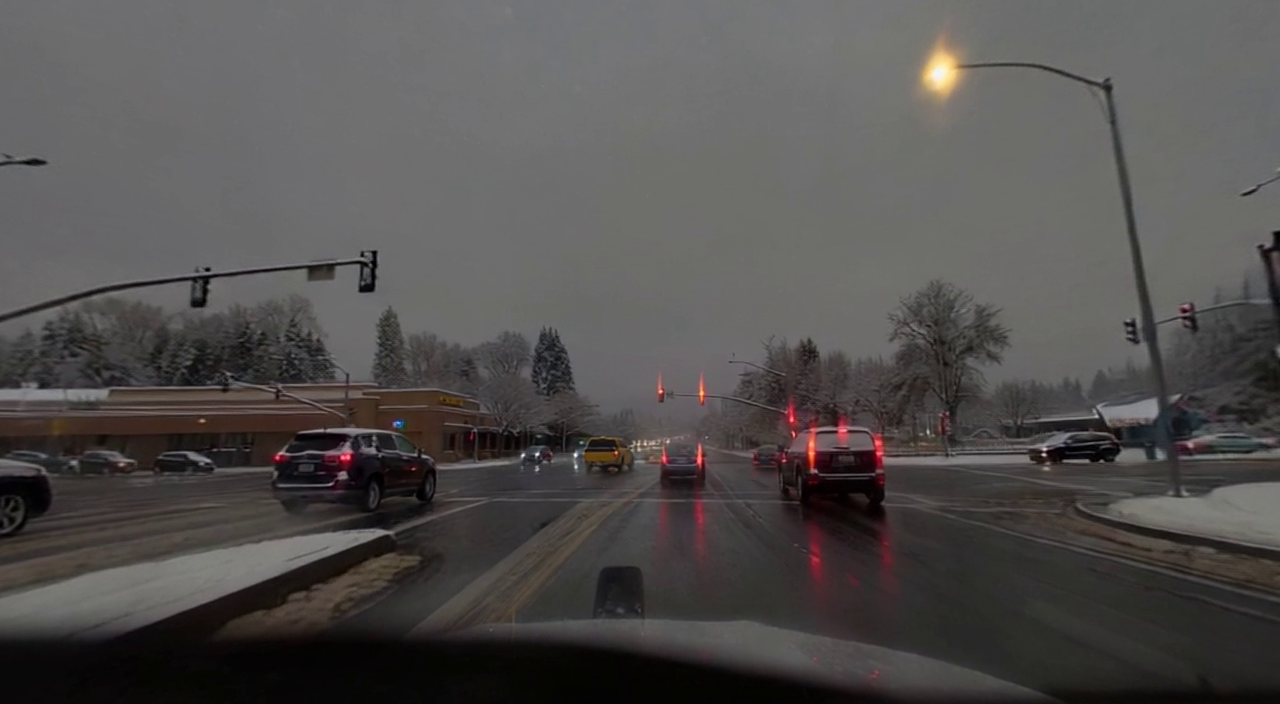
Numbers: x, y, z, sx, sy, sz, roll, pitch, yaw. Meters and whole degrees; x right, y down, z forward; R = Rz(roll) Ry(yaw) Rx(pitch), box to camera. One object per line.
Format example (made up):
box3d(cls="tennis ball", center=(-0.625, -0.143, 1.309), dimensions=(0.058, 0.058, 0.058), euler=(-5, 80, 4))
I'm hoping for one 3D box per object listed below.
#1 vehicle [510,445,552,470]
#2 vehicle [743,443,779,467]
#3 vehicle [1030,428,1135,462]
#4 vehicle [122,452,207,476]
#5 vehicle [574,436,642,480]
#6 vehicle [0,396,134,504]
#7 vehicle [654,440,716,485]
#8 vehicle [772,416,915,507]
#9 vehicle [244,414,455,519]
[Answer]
box3d(cls="vehicle", center=(-7.660, 7.312, 44.027), dimensions=(2.041, 1.660, 4.371), euler=(3, -9, -21))
box3d(cls="vehicle", center=(8.099, 6.909, 42.650), dimensions=(2.149, 1.532, 4.168), euler=(-2, -9, 8))
box3d(cls="vehicle", center=(26.251, 5.573, 37.646), dimensions=(4.557, 1.848, 2.008), euler=(-3, -9, 9))
box3d(cls="vehicle", center=(-34.161, 8.017, 45.450), dimensions=(4.942, 1.602, 2.111), euler=(-2, -8, 13))
box3d(cls="vehicle", center=(-1.276, 4.606, 27.742), dimensions=(2.088, 1.746, 4.650), euler=(-2, -9, 8))
box3d(cls="vehicle", center=(-23.378, 3.954, 25.750), dimensions=(3.436, 3.529, 11.210), euler=(3, -9, -35))
box3d(cls="vehicle", center=(1.742, 4.024, 23.193), dimensions=(2.057, 1.492, 3.825), euler=(-1, -9, 7))
box3d(cls="vehicle", center=(4.902, 2.744, 16.171), dimensions=(2.267, 1.931, 5.145), euler=(-1, -9, 4))
box3d(cls="vehicle", center=(-5.981, 2.443, 13.870), dimensions=(2.127, 1.888, 4.637), euler=(-1, -9, 4))
